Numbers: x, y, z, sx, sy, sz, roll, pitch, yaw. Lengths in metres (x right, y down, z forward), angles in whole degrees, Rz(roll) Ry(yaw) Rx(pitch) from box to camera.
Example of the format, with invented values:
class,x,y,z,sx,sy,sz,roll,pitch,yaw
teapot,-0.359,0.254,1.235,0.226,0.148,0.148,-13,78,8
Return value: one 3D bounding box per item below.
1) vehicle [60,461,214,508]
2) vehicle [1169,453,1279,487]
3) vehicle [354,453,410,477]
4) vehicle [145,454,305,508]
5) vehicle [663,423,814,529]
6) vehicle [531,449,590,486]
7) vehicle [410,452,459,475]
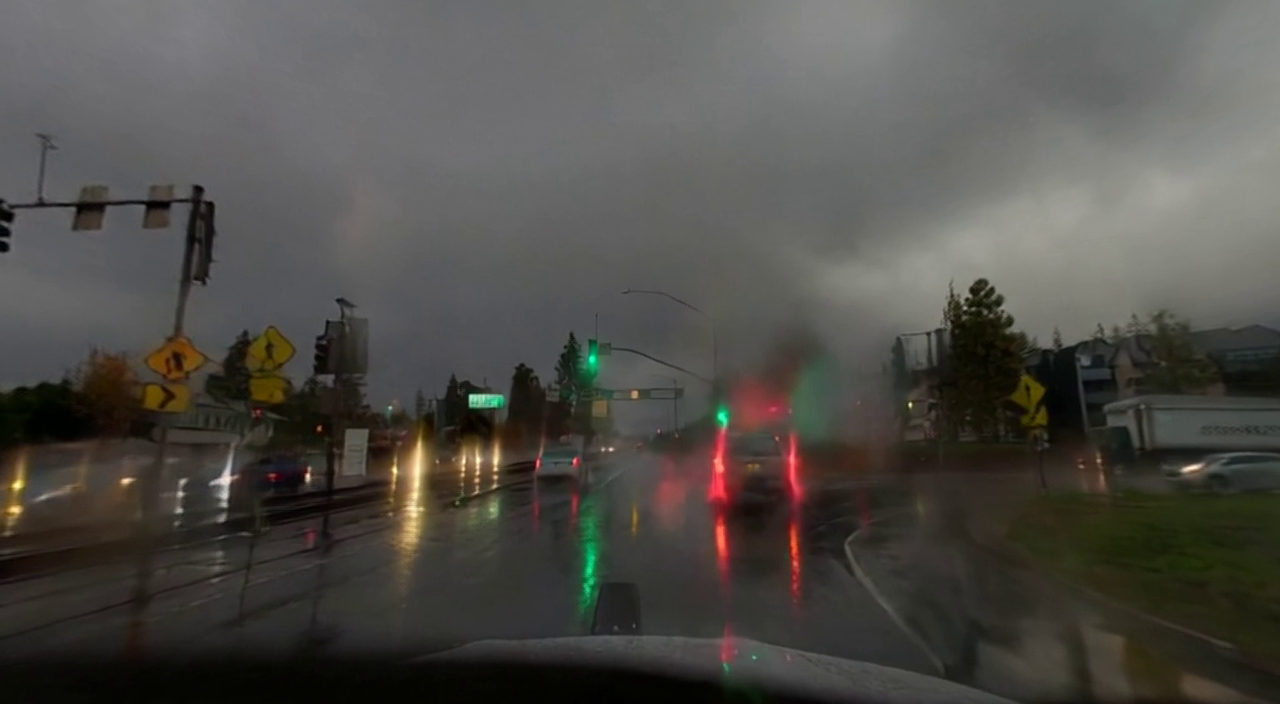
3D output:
class,x,y,z,sx,sy,sz,roll,pitch,yaw
vehicle,-16.938,4.440,21.602,1.880,1.377,4.201,0,-9,-2
vehicle,27.778,5.461,29.403,4.412,1.494,2.136,0,-9,-2
vehicle,-17.481,7.657,43.009,1.908,1.482,4.621,0,-9,-1
vehicle,-12.990,4.031,20.243,2.027,1.482,4.711,0,-9,-1
vehicle,2.497,2.741,14.544,2.404,1.926,5.251,-4,-10,20
vehicle,-3.421,5.088,28.114,2.004,1.482,4.799,0,-9,0
vehicle,-13.747,7.470,42.511,1.864,1.456,4.409,0,-9,-1
